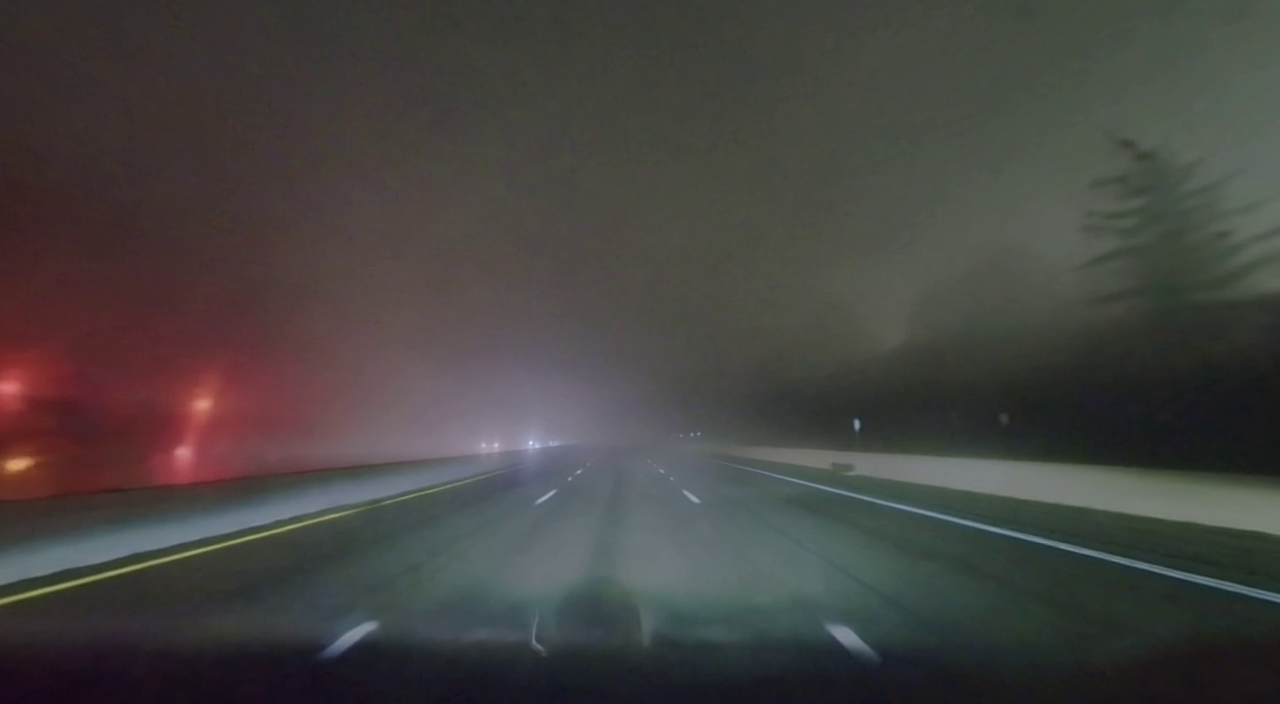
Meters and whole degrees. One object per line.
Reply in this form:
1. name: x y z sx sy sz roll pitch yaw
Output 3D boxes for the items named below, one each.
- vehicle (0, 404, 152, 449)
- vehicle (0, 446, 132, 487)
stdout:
1. vehicle: -17.223 2.294 18.914 1.683 1.216 4.295 0 -8 0
2. vehicle: -17.219 3.136 17.446 2.308 0.982 4.771 -1 -8 1
